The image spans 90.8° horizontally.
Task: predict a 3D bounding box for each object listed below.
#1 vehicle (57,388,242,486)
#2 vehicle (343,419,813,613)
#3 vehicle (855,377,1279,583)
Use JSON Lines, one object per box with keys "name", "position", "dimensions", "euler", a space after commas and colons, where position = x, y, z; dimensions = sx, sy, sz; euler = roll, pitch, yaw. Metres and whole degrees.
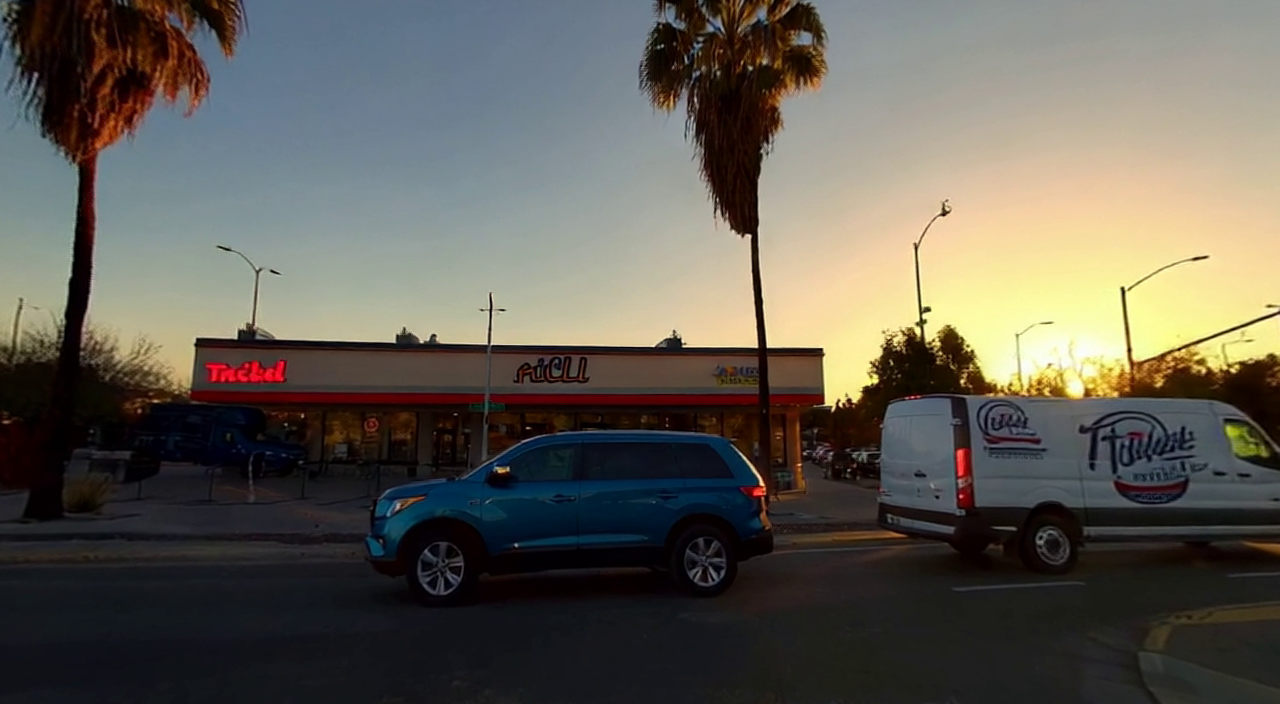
{"name": "vehicle", "position": [-22.250, 4.003, 29.438], "dimensions": [3.034, 3.929, 7.699], "euler": [1, -9, -7]}
{"name": "vehicle", "position": [-0.636, 1.699, 7.217], "dimensions": [4.493, 1.728, 2.137], "euler": [1, -9, -10]}
{"name": "vehicle", "position": [6.423, 1.612, 8.504], "dimensions": [6.246, 2.202, 2.277], "euler": [1, -9, -9]}
